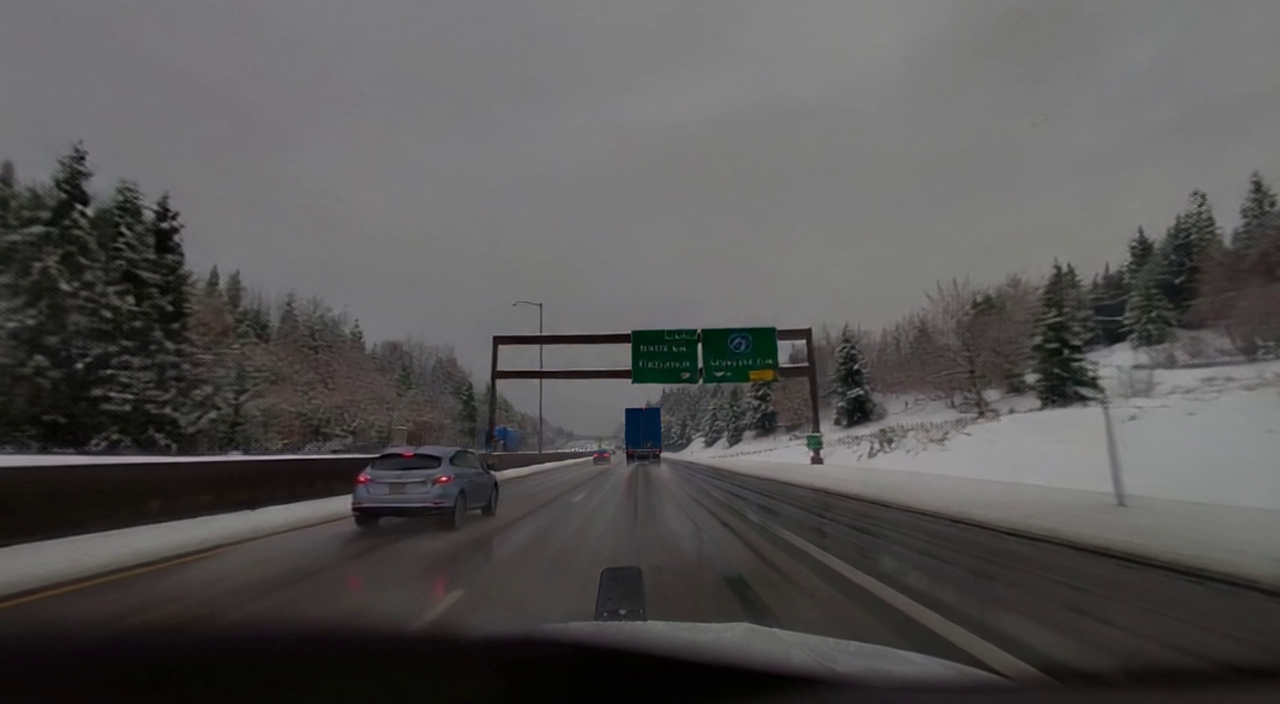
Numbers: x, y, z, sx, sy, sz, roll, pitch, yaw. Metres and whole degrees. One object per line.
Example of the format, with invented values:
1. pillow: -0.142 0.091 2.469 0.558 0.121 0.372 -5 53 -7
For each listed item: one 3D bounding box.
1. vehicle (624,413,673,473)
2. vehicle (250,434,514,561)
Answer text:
1. vehicle: 0.408 6.244 42.888 2.893 3.628 9.081 0 -9 -2
2. vehicle: -3.669 2.174 10.298 2.114 1.523 5.110 0 -9 1
